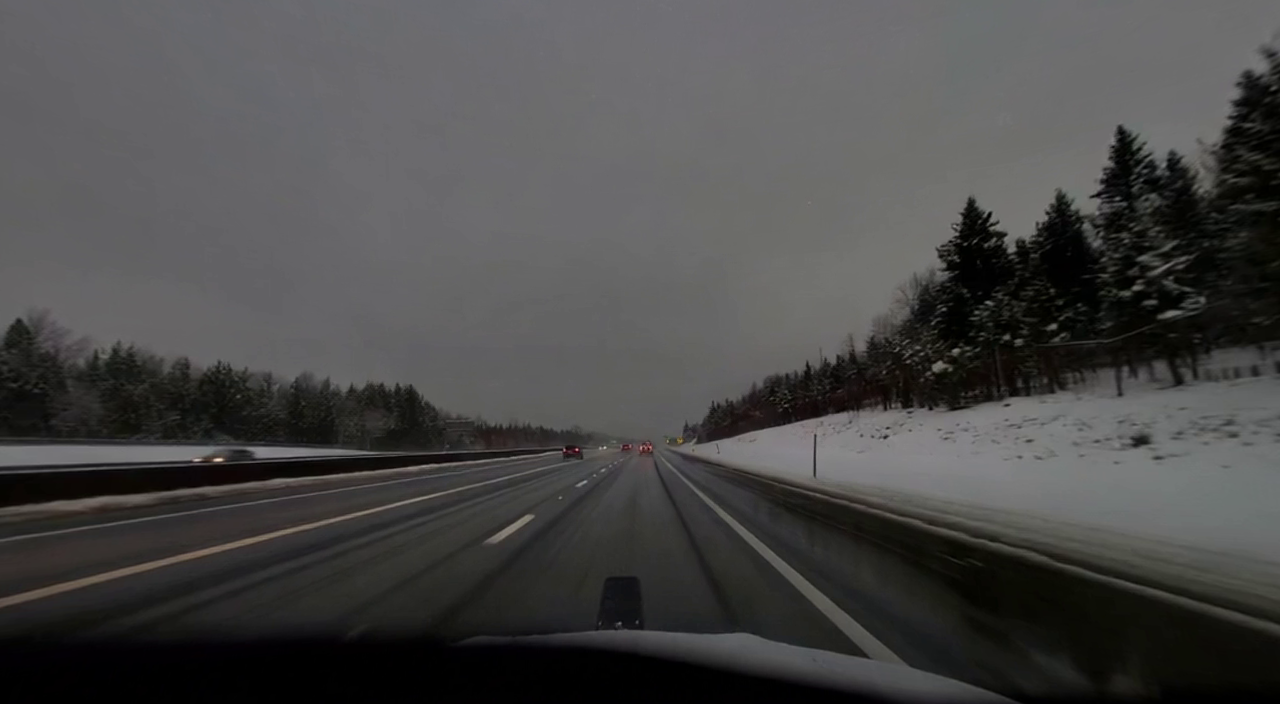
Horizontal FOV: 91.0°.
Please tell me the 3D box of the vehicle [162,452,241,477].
[{"bbox_3d":[-29.214,7.487,42.132,1.857,1.526,4.556,0,-9,2],"label":"vehicle"}]
